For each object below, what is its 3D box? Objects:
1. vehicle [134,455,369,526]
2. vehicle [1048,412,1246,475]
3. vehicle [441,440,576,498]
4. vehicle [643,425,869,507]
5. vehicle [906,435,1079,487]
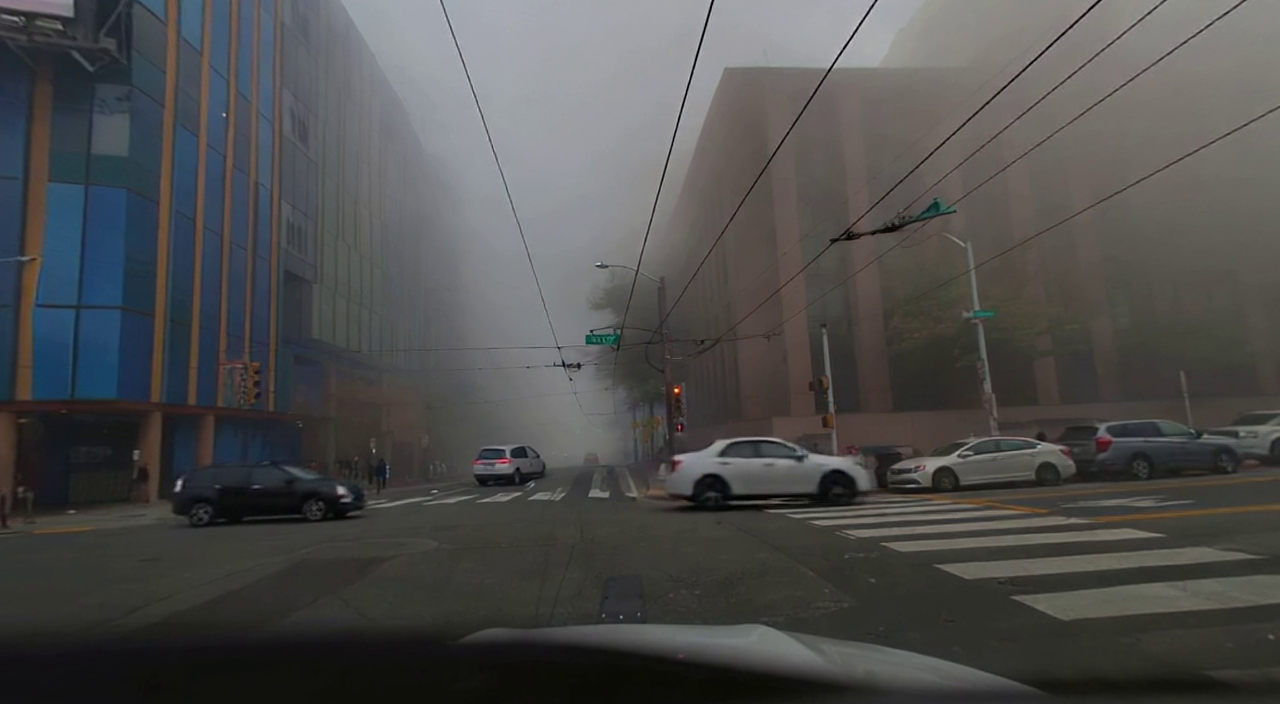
[{"bbox_3d":[-9.682,3.456,16.092,4.637,1.624,1.927,0,-8,-3],"label":"vehicle"},{"bbox_3d":[16.755,3.046,21.070,4.944,1.946,1.952,0,-8,-3],"label":"vehicle"},{"bbox_3d":[-4.759,4.301,23.802,2.137,1.910,5.120,-5,-10,28],"label":"vehicle"},{"bbox_3d":[2.514,2.640,14.560,4.629,1.696,2.098,1,-12,-7],"label":"vehicle"},{"bbox_3d":[11.390,3.524,20.557,4.697,1.510,1.596,0,-9,-4],"label":"vehicle"}]
